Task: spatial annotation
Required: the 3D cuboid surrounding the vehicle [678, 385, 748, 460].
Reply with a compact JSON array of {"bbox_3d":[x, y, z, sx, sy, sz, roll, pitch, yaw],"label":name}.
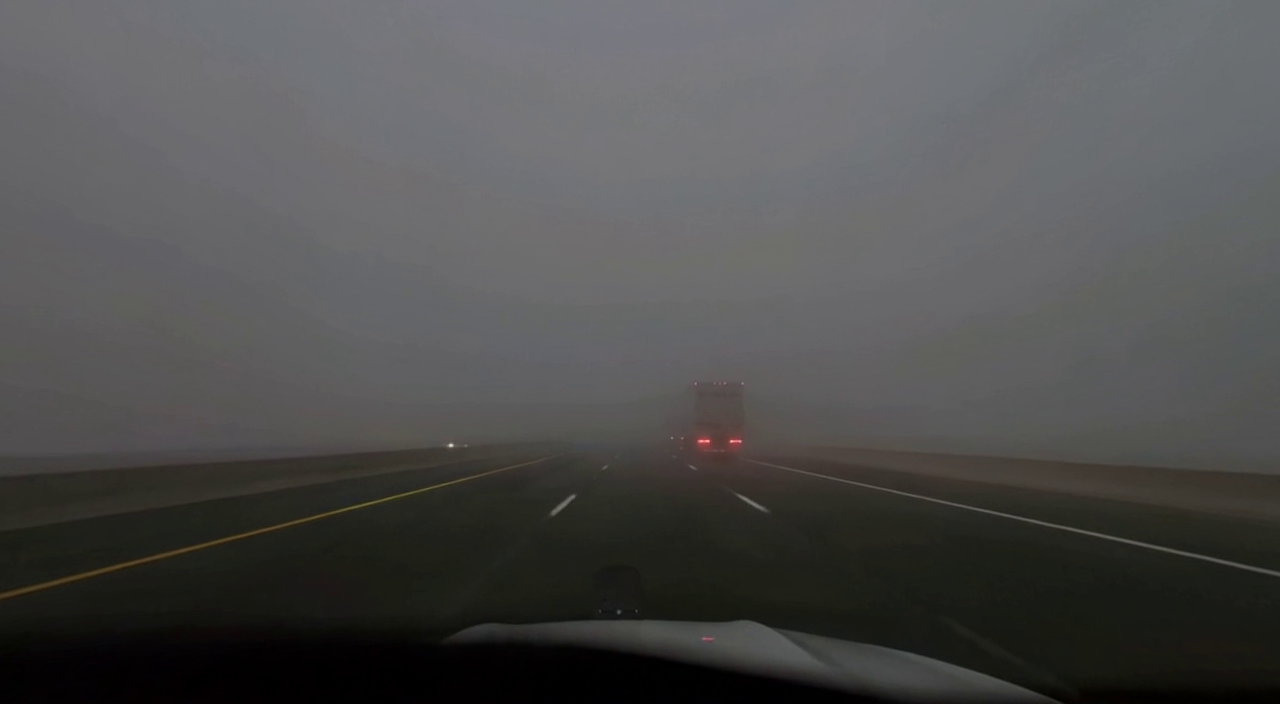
[{"bbox_3d":[4.330,4.739,40.851,2.920,4.029,13.900,0,-8,0],"label":"vehicle"}]
